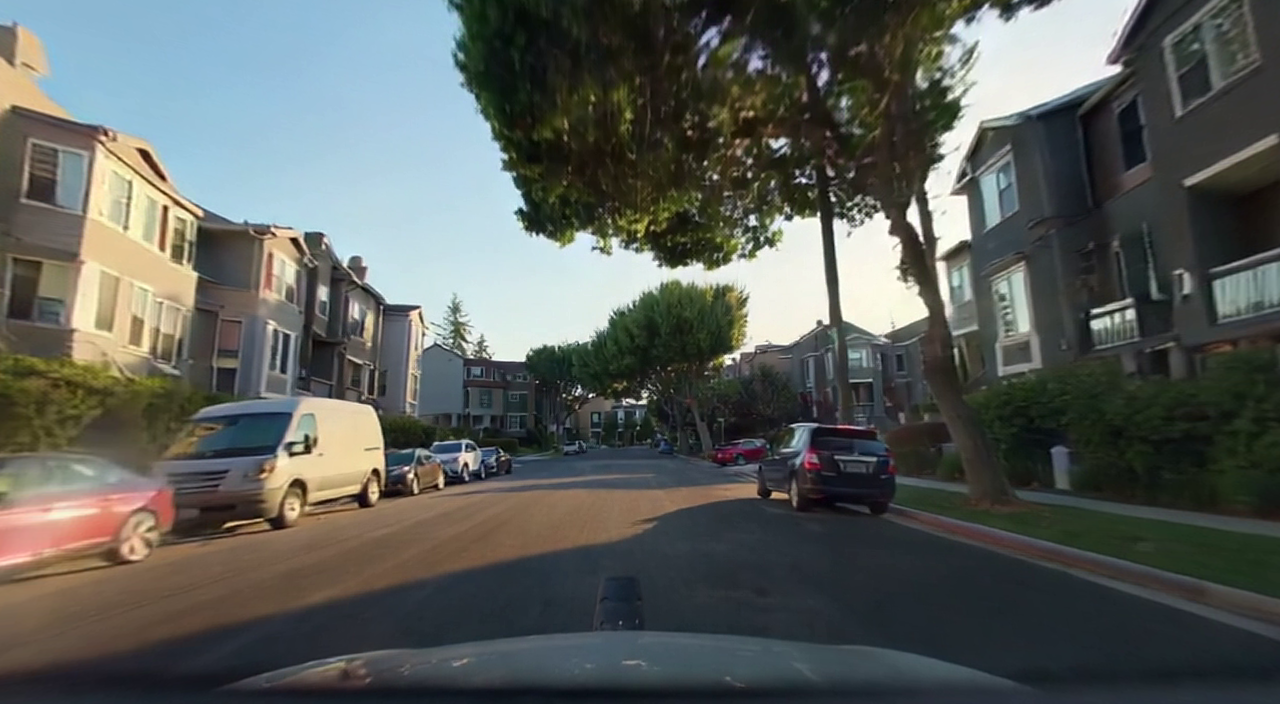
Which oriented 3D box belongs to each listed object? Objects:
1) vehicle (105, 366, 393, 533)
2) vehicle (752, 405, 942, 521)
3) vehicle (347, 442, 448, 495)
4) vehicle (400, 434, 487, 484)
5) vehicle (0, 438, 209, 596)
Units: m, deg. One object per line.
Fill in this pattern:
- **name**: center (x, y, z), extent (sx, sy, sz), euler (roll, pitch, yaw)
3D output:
- **vehicle**: center (-7.466, 2.045, 13.161), extent (2.341, 2.674, 5.753), euler (0, -10, -1)
- **vehicle**: center (3.974, 2.254, 13.264), extent (2.216, 1.955, 4.970), euler (0, -8, -1)
- **vehicle**: center (-7.569, 3.630, 20.034), extent (1.845, 1.510, 3.729), euler (1, -8, -3)
- **vehicle**: center (-7.688, 4.244, 25.104), extent (2.136, 1.758, 4.297), euler (-2, -9, -1)
- **vehicle**: center (-7.133, 1.717, 6.817), extent (1.953, 1.501, 4.125), euler (-1, -8, 1)
